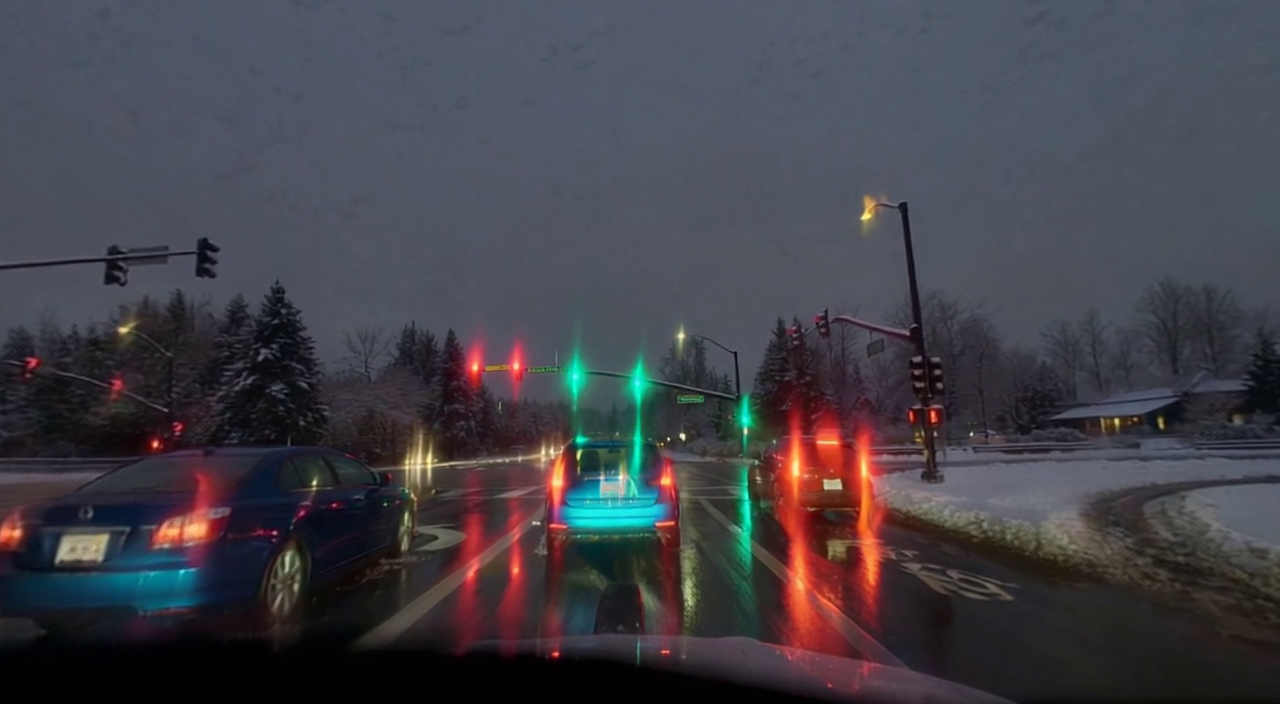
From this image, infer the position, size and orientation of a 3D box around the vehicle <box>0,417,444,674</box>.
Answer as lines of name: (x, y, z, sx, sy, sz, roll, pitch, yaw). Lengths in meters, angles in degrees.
vehicle: (-3.584, 1.455, 5.962, 2.052, 1.472, 4.479, 0, -8, 0)

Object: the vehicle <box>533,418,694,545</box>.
vehicle: (-0.351, 1.929, 10.003, 2.038, 1.599, 3.844, 0, -8, 0)

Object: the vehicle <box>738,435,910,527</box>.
vehicle: (3.271, 2.382, 12.293, 1.970, 1.449, 4.433, 0, -8, -1)
